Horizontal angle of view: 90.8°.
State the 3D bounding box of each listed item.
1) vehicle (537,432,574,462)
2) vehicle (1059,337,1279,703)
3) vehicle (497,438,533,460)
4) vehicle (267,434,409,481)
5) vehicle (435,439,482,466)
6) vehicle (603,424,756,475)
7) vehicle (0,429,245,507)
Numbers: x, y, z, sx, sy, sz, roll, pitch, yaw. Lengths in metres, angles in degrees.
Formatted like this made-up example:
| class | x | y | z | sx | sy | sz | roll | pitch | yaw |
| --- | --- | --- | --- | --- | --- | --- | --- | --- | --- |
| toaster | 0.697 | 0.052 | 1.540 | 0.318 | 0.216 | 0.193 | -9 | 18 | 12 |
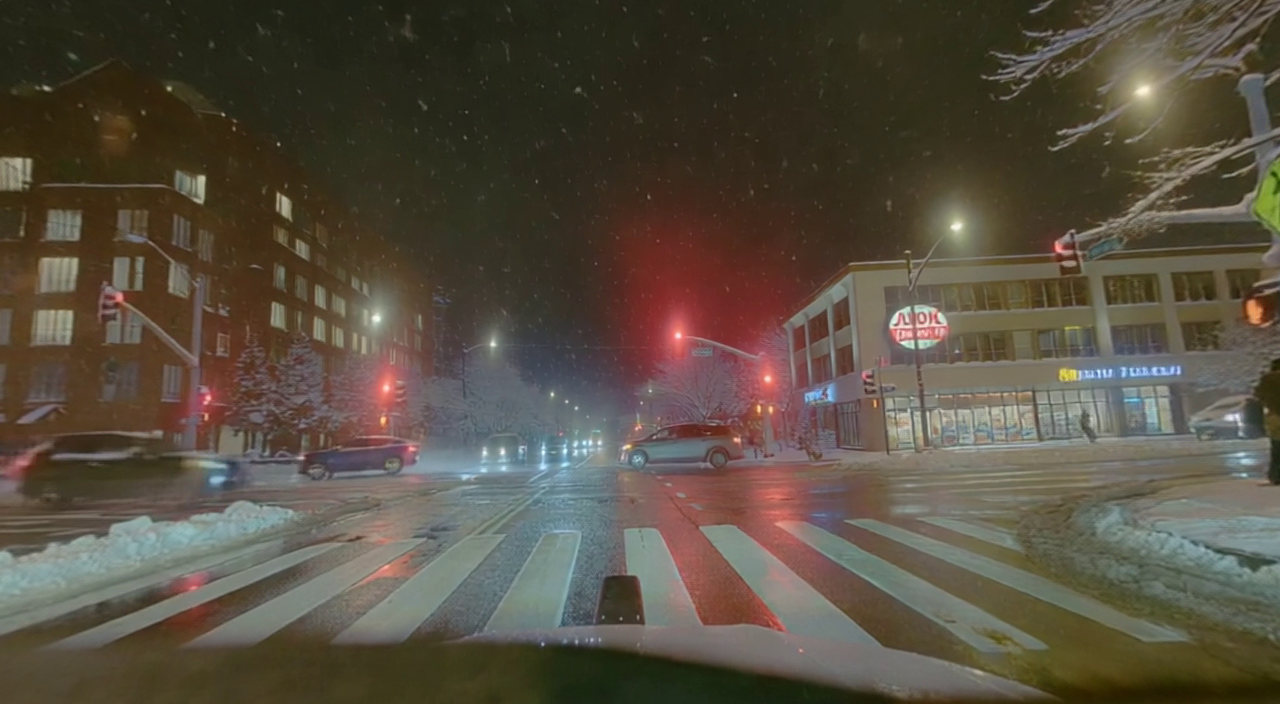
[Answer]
| class | x | y | z | sx | sy | sz | roll | pitch | yaw |
| --- | --- | --- | --- | --- | --- | --- | --- | --- | --- |
| vehicle | -5.086 | 5.801 | 38.628 | 1.976 | 1.683 | 4.117 | 0 | -8 | -4 |
| vehicle | 3.030 | 0.607 | 0.869 | 1.866 | 1.654 | 4.354 | 0 | -8 | 0 |
| vehicle | -8.585 | 6.694 | 43.670 | 1.906 | 1.402 | 4.904 | 0 | -8 | -5 |
| vehicle | -11.534 | 4.038 | 24.427 | 4.513 | 1.682 | 1.810 | 1 | -9 | -8 |
| vehicle | -10.936 | 6.079 | 38.301 | 1.885 | 1.545 | 4.124 | 0 | -8 | -5 |
| vehicle | 1.199 | 3.111 | 20.302 | 4.612 | 1.521 | 1.811 | 1 | -9 | -9 |
| vehicle | -12.467 | 2.746 | 15.279 | 4.446 | 1.714 | 1.830 | 1 | -8 | -7 |
